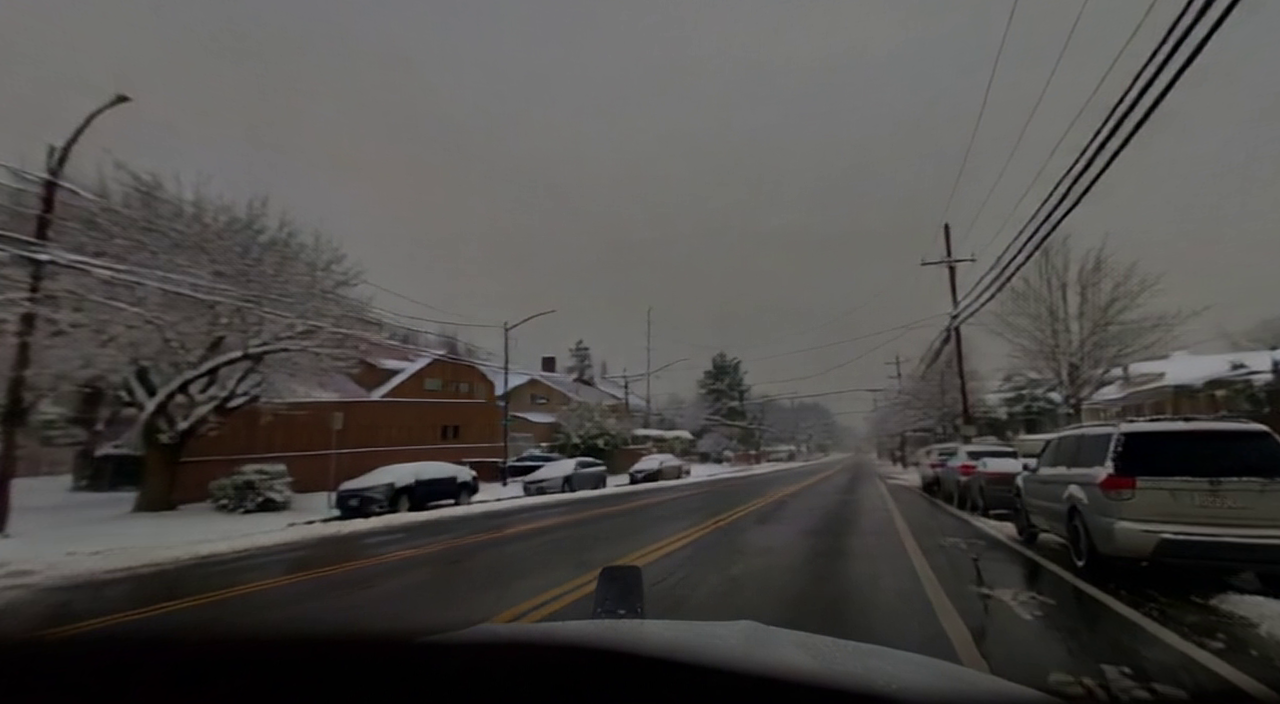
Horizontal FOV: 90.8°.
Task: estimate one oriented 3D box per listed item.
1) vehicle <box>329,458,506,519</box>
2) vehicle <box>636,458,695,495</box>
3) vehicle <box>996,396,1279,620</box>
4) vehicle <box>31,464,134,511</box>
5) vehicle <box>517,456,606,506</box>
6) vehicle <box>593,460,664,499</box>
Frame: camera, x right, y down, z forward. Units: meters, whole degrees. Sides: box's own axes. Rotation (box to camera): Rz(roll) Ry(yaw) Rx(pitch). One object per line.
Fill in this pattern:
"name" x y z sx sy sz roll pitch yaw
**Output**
"vehicle" -6.362 4.014 18.872 2.136 1.431 5.197 -8 -13 19
"vehicle" 1.733 7.864 40.308 2.282 2.060 5.738 -3 -9 18
"vehicle" 6.382 1.694 7.971 2.199 1.885 5.461 -3 -9 19
"vehicle" -23.544 5.675 26.887 1.989 1.683 3.918 3 -9 -22
"vehicle" -3.218 5.417 26.989 1.937 1.837 4.414 -3 -9 20
"vehicle" -0.509 6.914 34.723 2.089 1.837 5.499 -3 -9 19
